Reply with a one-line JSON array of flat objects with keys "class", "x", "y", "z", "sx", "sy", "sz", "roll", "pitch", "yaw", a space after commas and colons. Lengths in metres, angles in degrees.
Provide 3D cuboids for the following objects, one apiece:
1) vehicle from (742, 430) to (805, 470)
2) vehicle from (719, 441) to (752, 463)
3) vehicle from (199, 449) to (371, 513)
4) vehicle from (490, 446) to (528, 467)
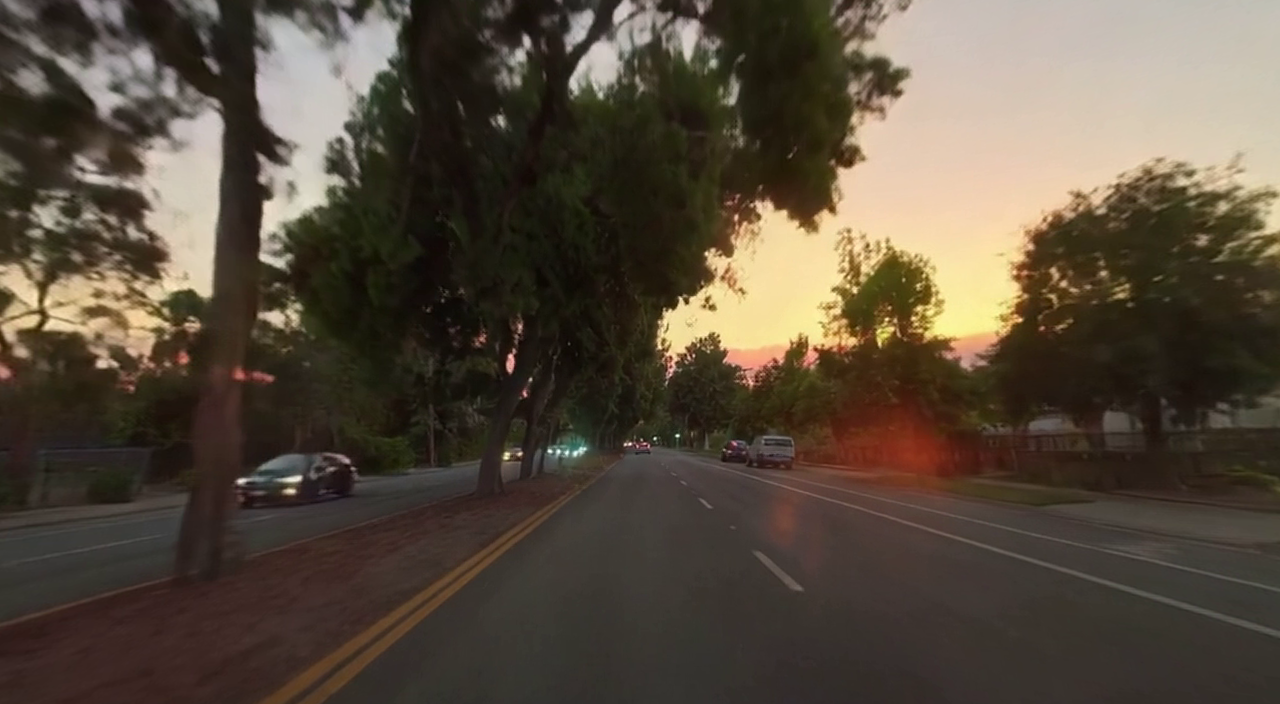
[{"class": "vehicle", "x": 7.533, "y": 5.632, "z": 36.437, "sx": 2.278, "sy": 2.079, "sz": 5.861, "roll": 0, "pitch": -8, "yaw": -1}, {"class": "vehicle", "x": 7.494, "y": 7.899, "z": 49.921, "sx": 1.965, "sy": 1.623, "sz": 4.096, "roll": 0, "pitch": -9, "yaw": 1}, {"class": "vehicle", "x": -9.562, "y": 3.479, "z": 17.590, "sx": 2.061, "sy": 1.490, "sz": 4.637, "roll": 0, "pitch": -8, "yaw": 1}, {"class": "vehicle", "x": -10.010, "y": 8.045, "z": 48.660, "sx": 1.958, "sy": 1.524, "sz": 4.314, "roll": 0, "pitch": -8, "yaw": 0}]
